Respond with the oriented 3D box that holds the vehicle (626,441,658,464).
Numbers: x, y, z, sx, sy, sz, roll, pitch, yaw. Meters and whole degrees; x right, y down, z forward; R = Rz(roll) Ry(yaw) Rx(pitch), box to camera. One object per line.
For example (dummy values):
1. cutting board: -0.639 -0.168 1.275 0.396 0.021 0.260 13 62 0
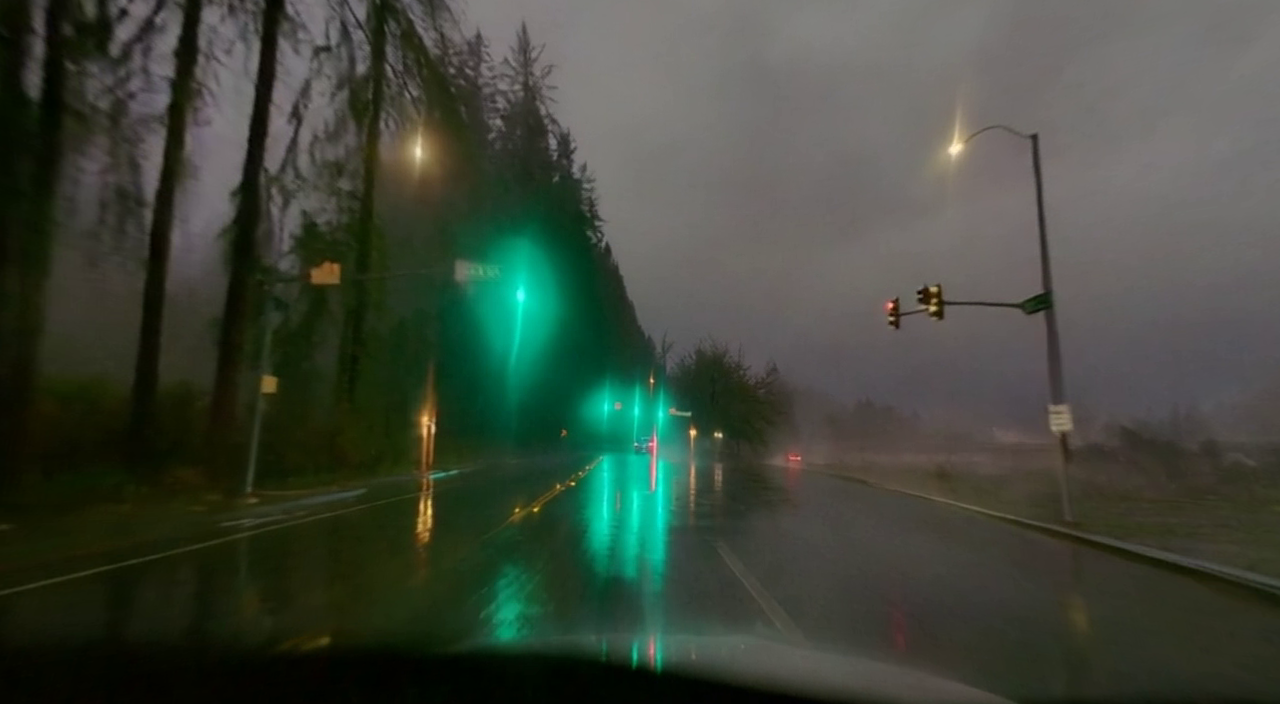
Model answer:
1. vehicle: 0.183 6.933 43.801 2.042 1.489 3.963 0 -8 2
